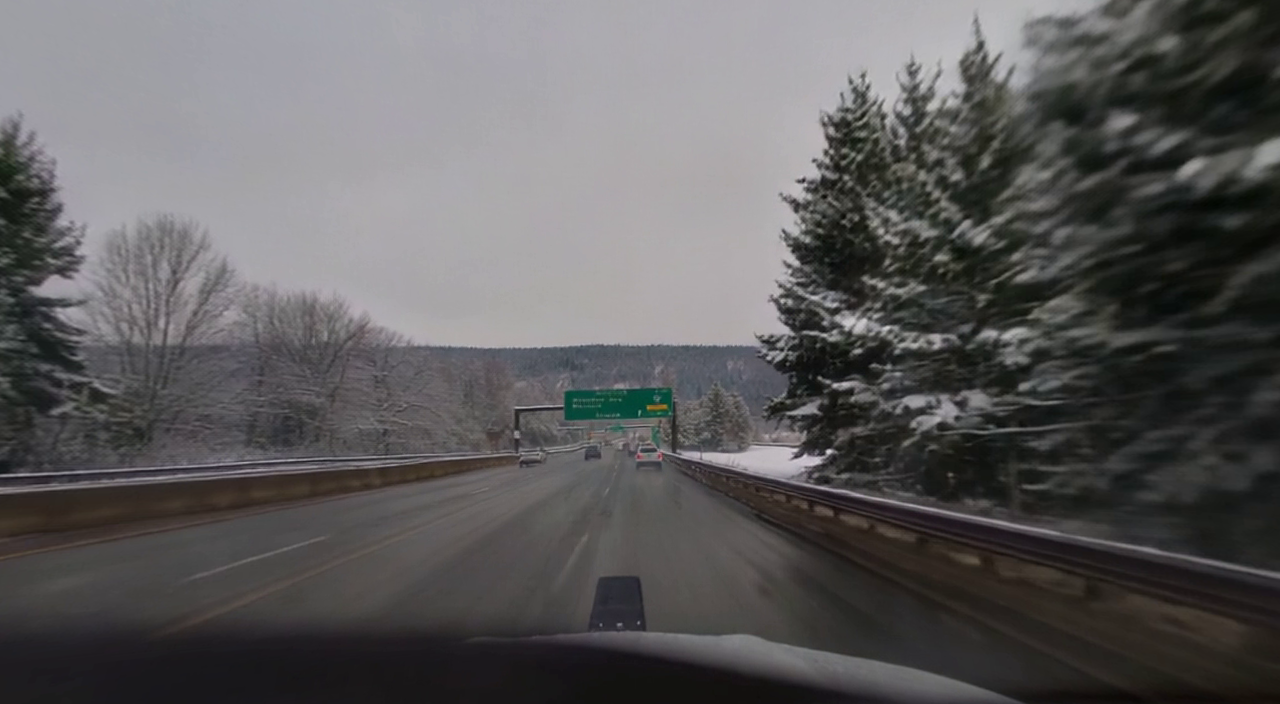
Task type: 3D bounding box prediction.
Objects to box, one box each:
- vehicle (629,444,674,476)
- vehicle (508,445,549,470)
[{"bbox_3d":[0.489,5.368,31.497,2.019,1.475,4.301,0,-9,-2],"label":"vehicle"},{"bbox_3d":[-7.008,6.688,39.899,1.955,1.468,3.637,0,-9,-1],"label":"vehicle"}]
